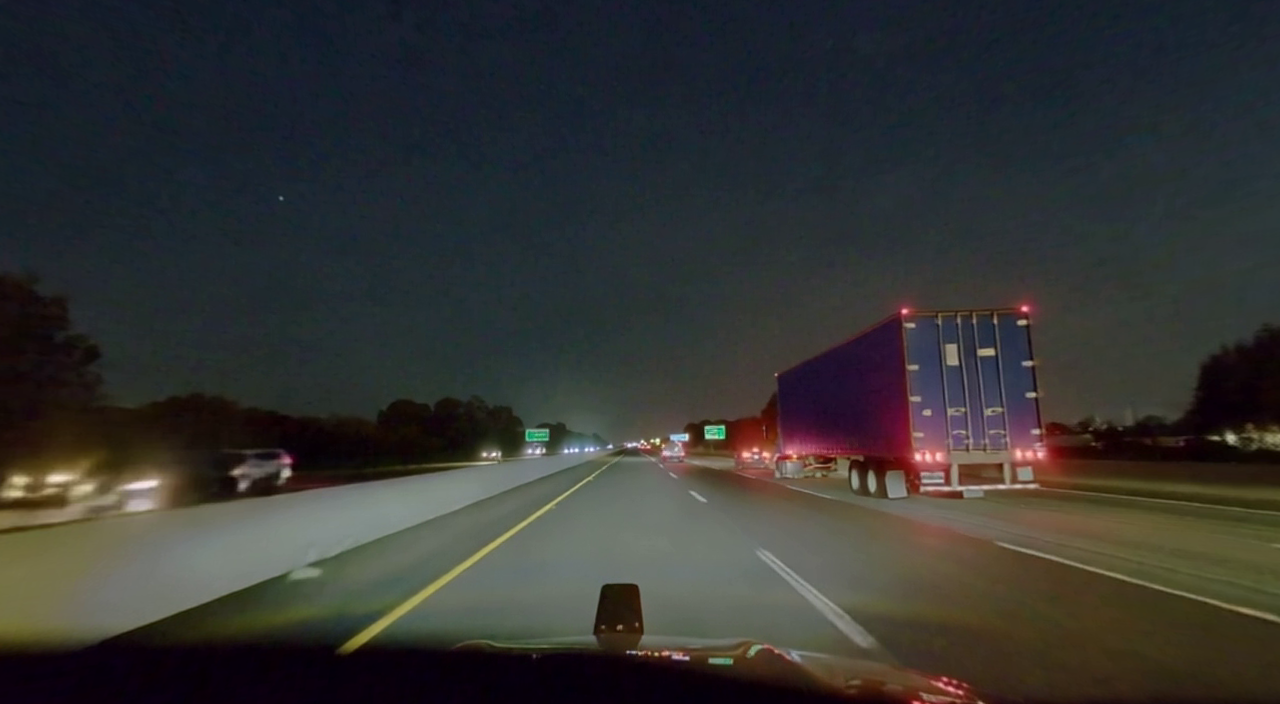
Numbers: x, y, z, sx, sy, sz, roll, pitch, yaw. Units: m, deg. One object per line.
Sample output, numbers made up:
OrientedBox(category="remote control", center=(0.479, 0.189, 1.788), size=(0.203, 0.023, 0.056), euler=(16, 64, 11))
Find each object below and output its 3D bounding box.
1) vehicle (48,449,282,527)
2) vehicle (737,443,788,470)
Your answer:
OrientedBox(category="vehicle", center=(-10.974, 3.126, 15.177), size=(2.125, 1.503, 4.530), euler=(0, -8, -1))
OrientedBox(category="vehicle", center=(6.948, 5.979, 36.315), size=(2.009, 1.456, 4.097), euler=(0, -9, -2))
